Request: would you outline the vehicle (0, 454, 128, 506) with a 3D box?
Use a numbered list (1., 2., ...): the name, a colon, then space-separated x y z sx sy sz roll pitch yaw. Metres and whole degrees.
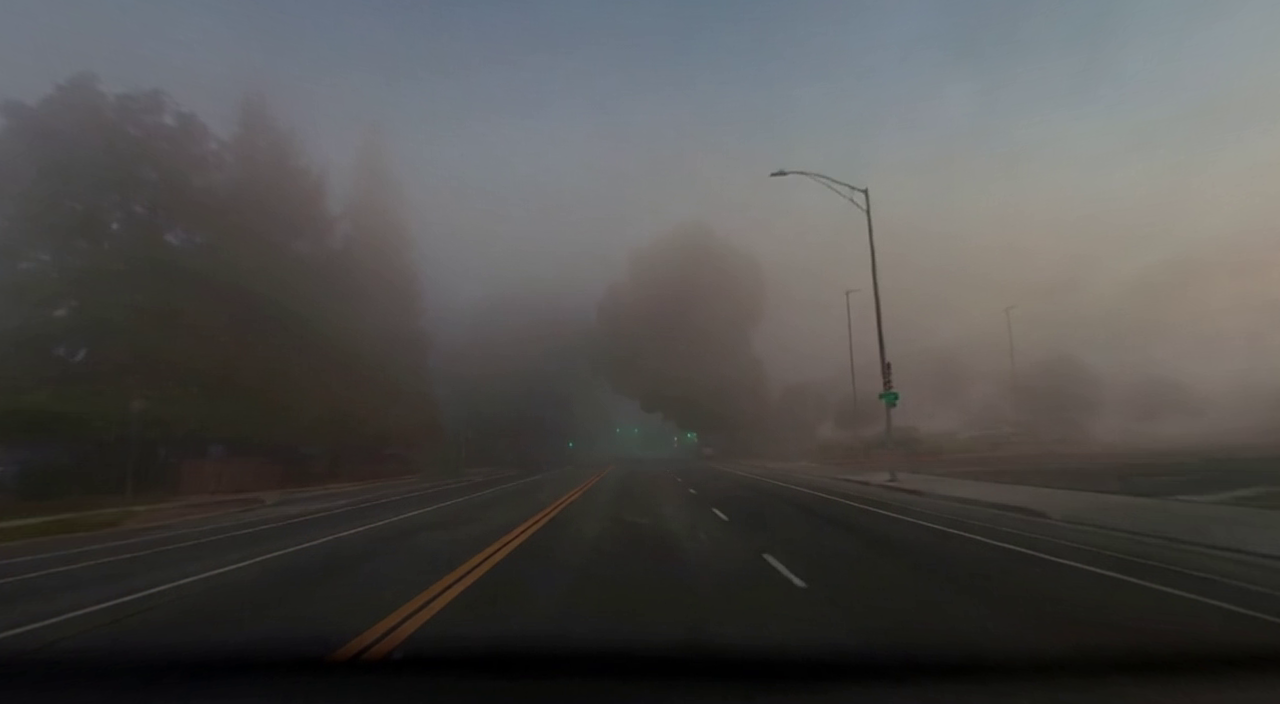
1. vehicle: -26.444 5.535 27.352 6.500 1.985 2.363 5 -10 -38
